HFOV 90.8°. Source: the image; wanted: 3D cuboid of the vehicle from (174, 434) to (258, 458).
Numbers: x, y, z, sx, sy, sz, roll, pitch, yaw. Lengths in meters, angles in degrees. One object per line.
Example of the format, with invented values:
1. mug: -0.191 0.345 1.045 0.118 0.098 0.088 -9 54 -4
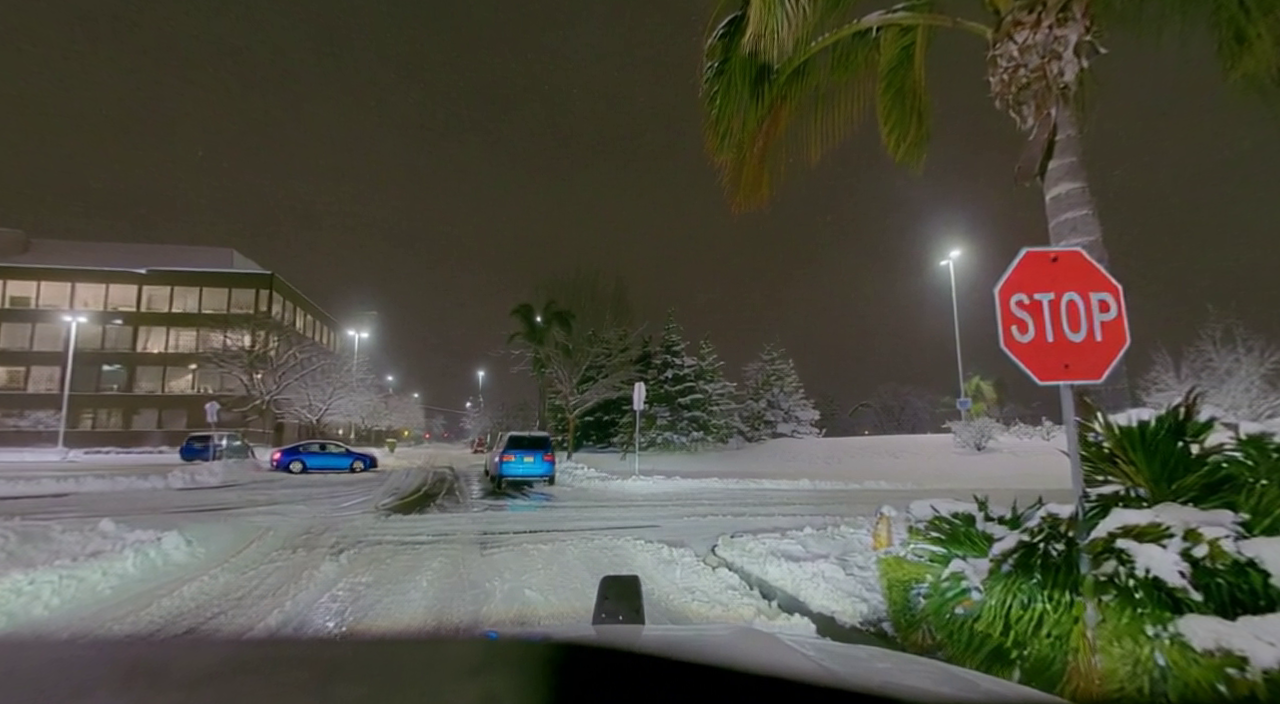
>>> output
1. vehicle: -28.402 6.330 42.431 4.457 1.552 1.748 6 -10 -33

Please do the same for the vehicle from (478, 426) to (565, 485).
1. vehicle: -4.013 3.366 20.825 2.071 1.700 4.367 3 -9 -20
